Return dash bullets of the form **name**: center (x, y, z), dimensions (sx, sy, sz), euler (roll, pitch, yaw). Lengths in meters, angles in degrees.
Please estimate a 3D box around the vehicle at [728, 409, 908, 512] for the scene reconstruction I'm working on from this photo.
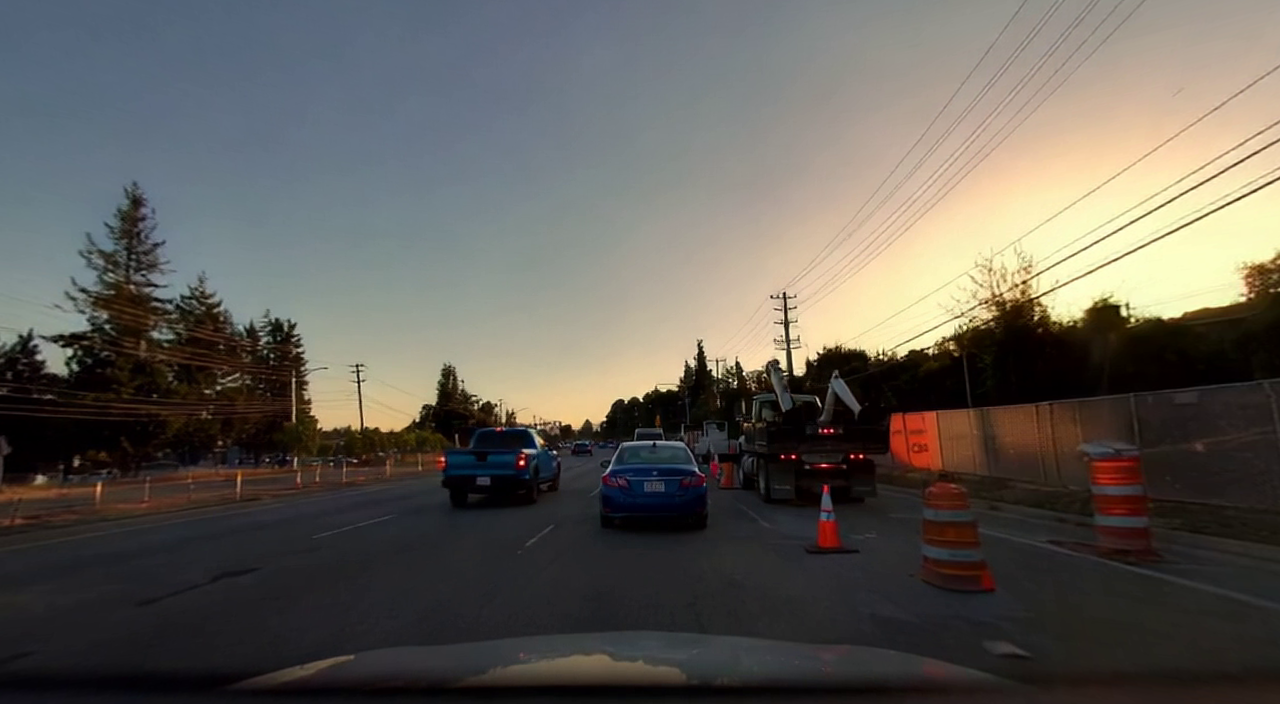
- **vehicle**: center (3.916, 2.585, 15.510), dimensions (2.555, 2.017, 6.201), euler (0, -8, -1)

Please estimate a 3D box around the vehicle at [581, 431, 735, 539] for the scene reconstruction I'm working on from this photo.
- **vehicle**: center (0.268, 2.170, 10.928), dimensions (2.128, 1.473, 4.272), euler (0, -8, 1)

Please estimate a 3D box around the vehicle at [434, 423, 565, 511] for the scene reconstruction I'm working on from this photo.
- **vehicle**: center (-3.054, 2.609, 14.727), dimensions (1.989, 1.729, 4.184), euler (0, -8, 1)
